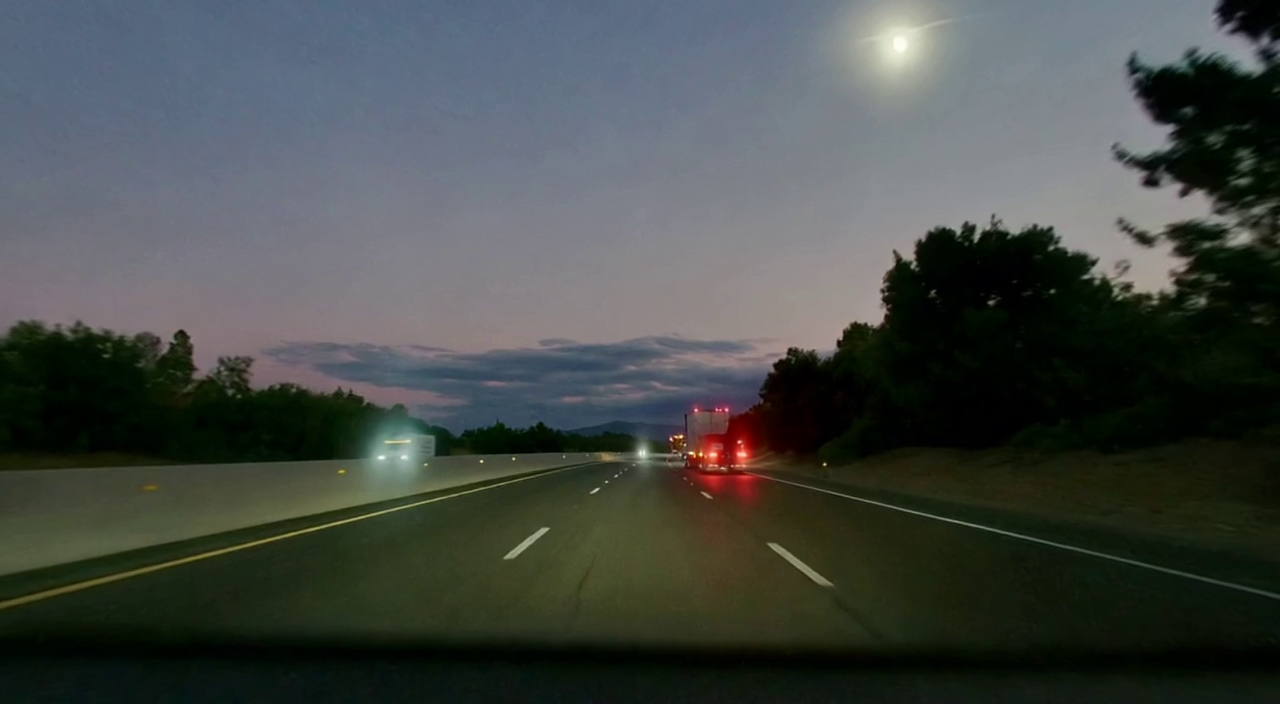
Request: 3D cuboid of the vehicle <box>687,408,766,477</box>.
[{"bbox_3d":[4.834,5.606,38.549,2.868,3.427,14.032,0,-9,0],"label":"vehicle"}]
